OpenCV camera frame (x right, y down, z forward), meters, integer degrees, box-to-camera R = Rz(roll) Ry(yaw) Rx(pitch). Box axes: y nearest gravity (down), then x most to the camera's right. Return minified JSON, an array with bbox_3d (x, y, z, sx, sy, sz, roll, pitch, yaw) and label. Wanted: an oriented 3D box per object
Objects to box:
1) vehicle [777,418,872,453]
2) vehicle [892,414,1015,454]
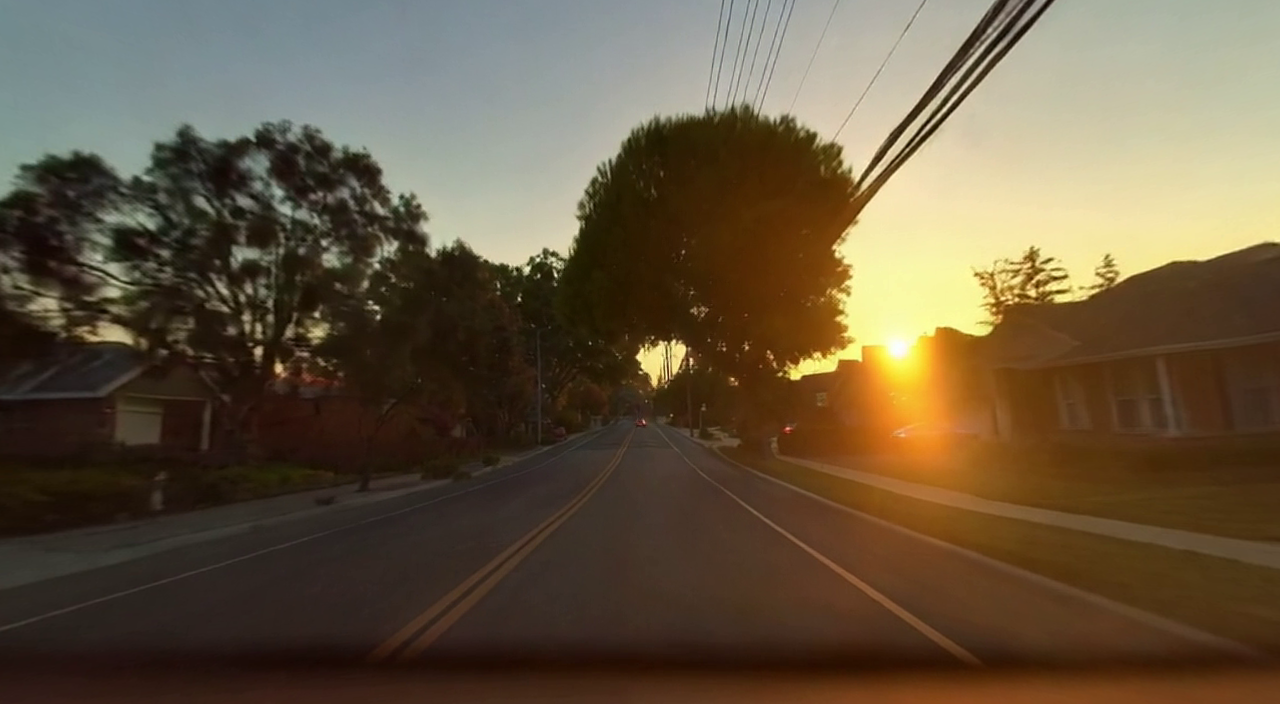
[{"bbox_3d":[10.641,4.845,36.357,4.707,1.794,2.303,-7,-9,29],"label":"vehicle"},{"bbox_3d":[15.065,4.025,30.562,5.046,1.548,2.174,-7,-11,24],"label":"vehicle"}]
